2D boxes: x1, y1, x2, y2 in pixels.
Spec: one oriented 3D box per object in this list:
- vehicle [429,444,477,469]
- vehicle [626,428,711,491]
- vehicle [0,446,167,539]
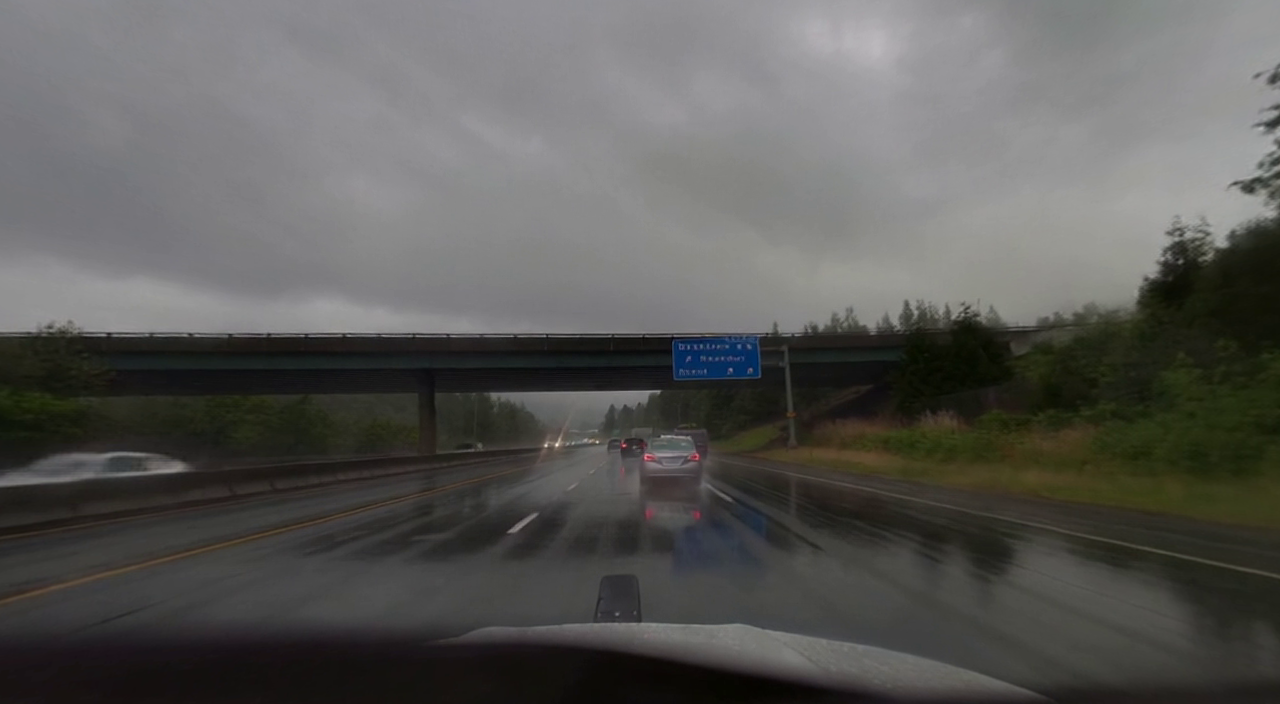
[{"bbox_3d":[-12.069,6.720,40.872,1.943,1.495,3.933,-1,-8,0],"label":"vehicle"},{"bbox_3d":[0.717,3.145,18.793,2.092,1.636,4.024,0,-8,-4],"label":"vehicle"},{"bbox_3d":[-11.385,2.504,11.608,1.925,1.458,4.438,0,-8,-1],"label":"vehicle"}]
